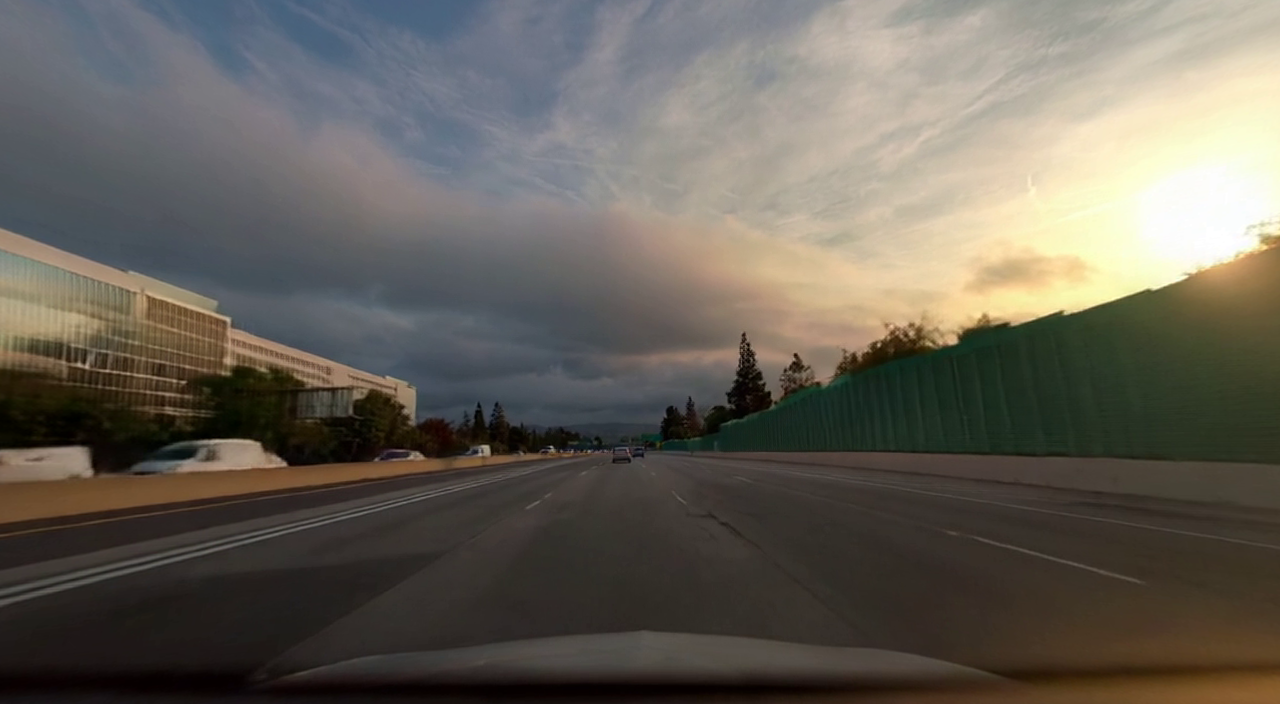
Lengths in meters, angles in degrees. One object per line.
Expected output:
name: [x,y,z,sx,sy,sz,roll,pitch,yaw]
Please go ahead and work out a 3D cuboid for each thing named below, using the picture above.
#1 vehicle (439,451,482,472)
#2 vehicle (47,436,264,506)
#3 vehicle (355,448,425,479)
vehicle: [-13.362,8.151,47.120,1.868,1.426,4.366,0,-9,0]
vehicle: [-12.255,3.042,16.492,1.947,1.533,4.756,0,-9,-1]
vehicle: [-12.545,5.604,31.929,1.864,1.428,4.139,0,-9,-1]
